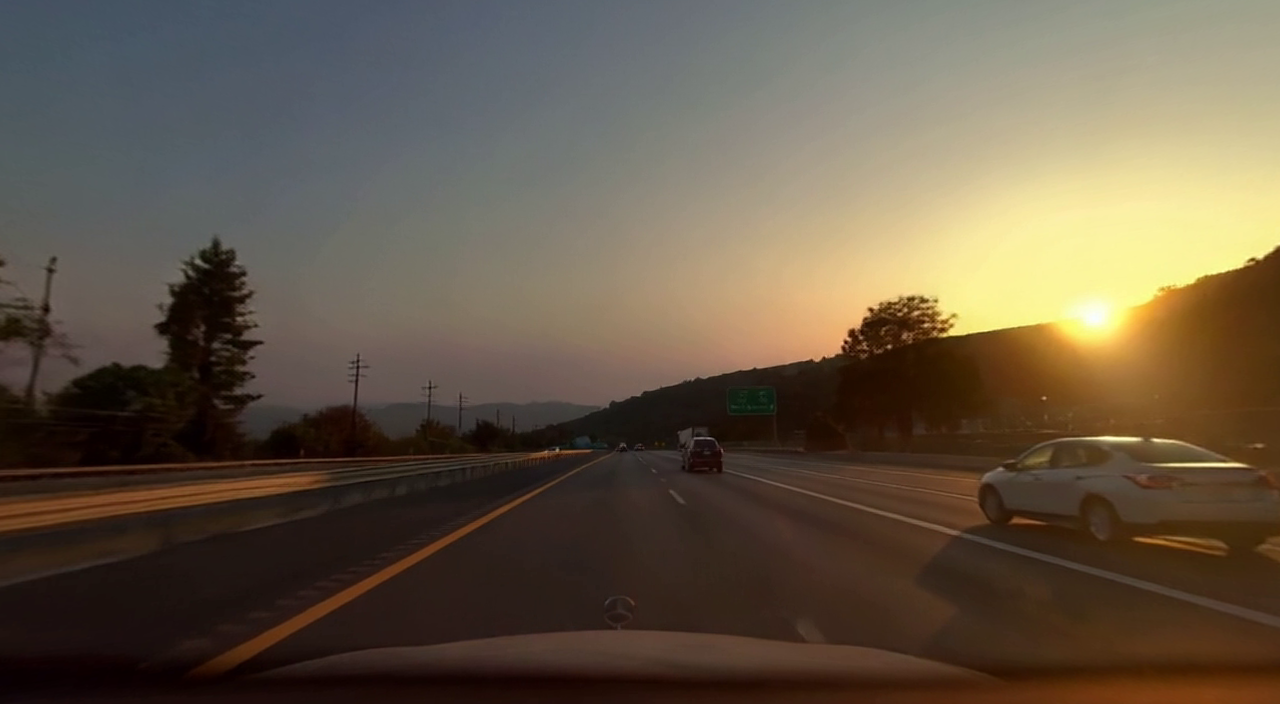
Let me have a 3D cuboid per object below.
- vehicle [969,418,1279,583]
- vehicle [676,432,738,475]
[{"bbox_3d":[6.763,1.739,8.399,2.046,1.509,4.929,0,-8,-1],"label":"vehicle"},{"bbox_3d":[2.951,4.610,28.963,2.141,1.785,4.778,0,-8,-2],"label":"vehicle"}]
